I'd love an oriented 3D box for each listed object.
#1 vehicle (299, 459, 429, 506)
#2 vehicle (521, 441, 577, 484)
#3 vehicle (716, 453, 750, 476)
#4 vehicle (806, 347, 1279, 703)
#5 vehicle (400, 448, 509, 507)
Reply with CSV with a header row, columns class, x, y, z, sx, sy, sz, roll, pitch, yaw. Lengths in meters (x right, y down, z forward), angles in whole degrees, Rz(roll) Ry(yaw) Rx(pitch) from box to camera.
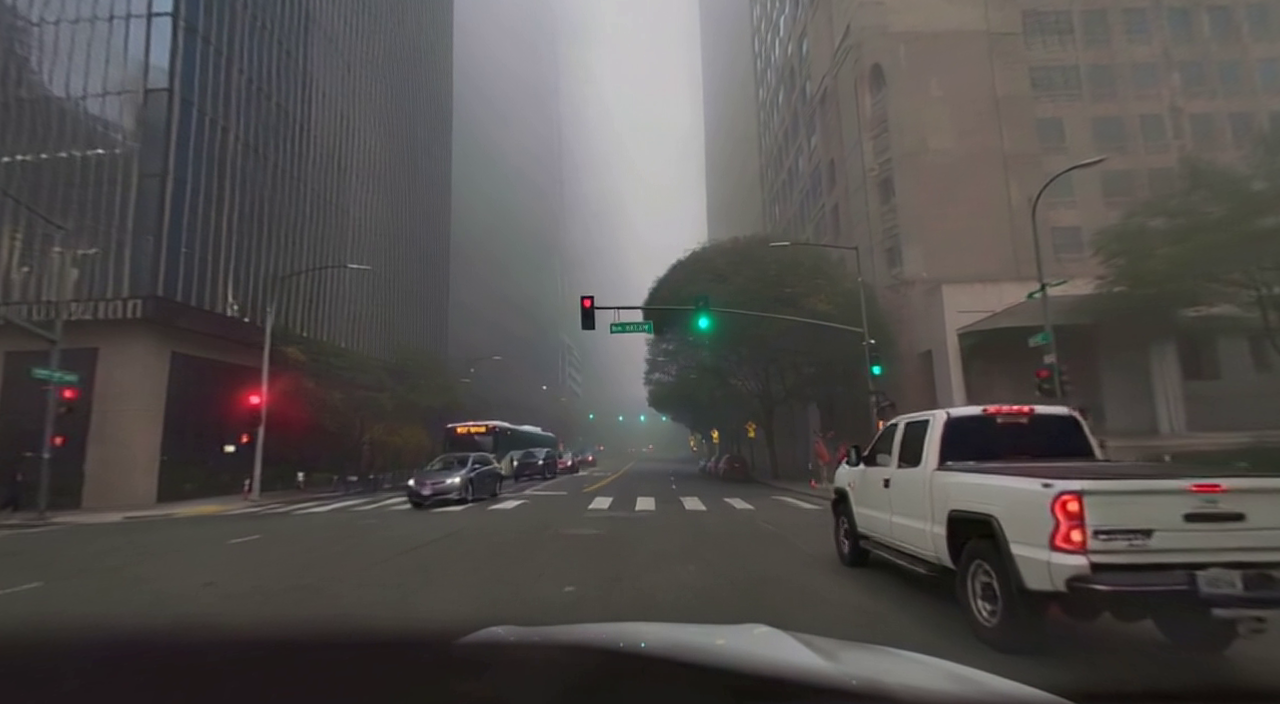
class,x,y,z,sx,sy,sz,roll,pitch,yaw
vehicle,-10.188,4.818,23.730,2.003,1.489,4.656,-2,-9,13
vehicle,-5.006,6.163,35.626,2.304,2.208,5.200,0,-9,1
vehicle,7.124,8.608,48.578,1.962,1.617,4.325,0,-9,0
vehicle,3.301,1.299,5.632,2.118,1.848,5.426,0,-9,0
vehicle,-5.553,3.775,19.481,1.997,1.610,4.144,0,-9,1
